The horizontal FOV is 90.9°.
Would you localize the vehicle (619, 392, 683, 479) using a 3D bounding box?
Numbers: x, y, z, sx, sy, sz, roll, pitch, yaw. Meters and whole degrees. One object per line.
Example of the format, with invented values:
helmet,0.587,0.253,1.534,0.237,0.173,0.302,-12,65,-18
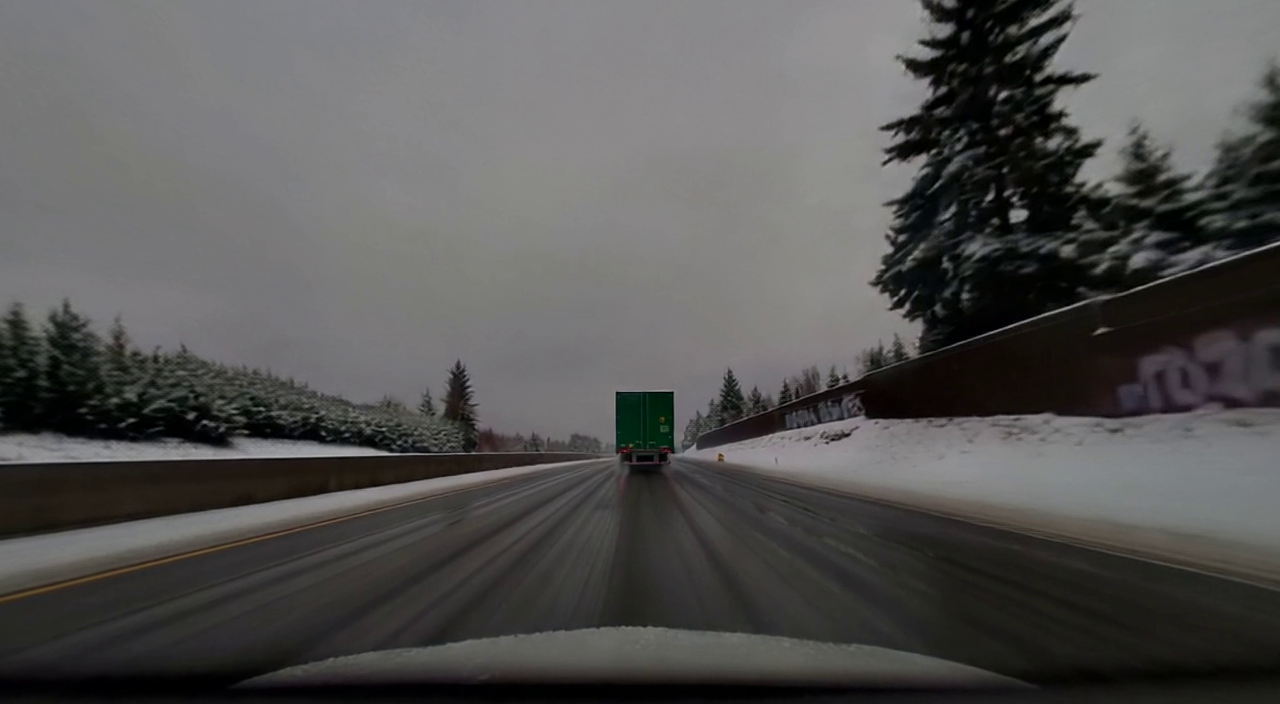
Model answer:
vehicle,0.423,4.606,33.823,2.900,3.955,10.151,0,-9,-1
